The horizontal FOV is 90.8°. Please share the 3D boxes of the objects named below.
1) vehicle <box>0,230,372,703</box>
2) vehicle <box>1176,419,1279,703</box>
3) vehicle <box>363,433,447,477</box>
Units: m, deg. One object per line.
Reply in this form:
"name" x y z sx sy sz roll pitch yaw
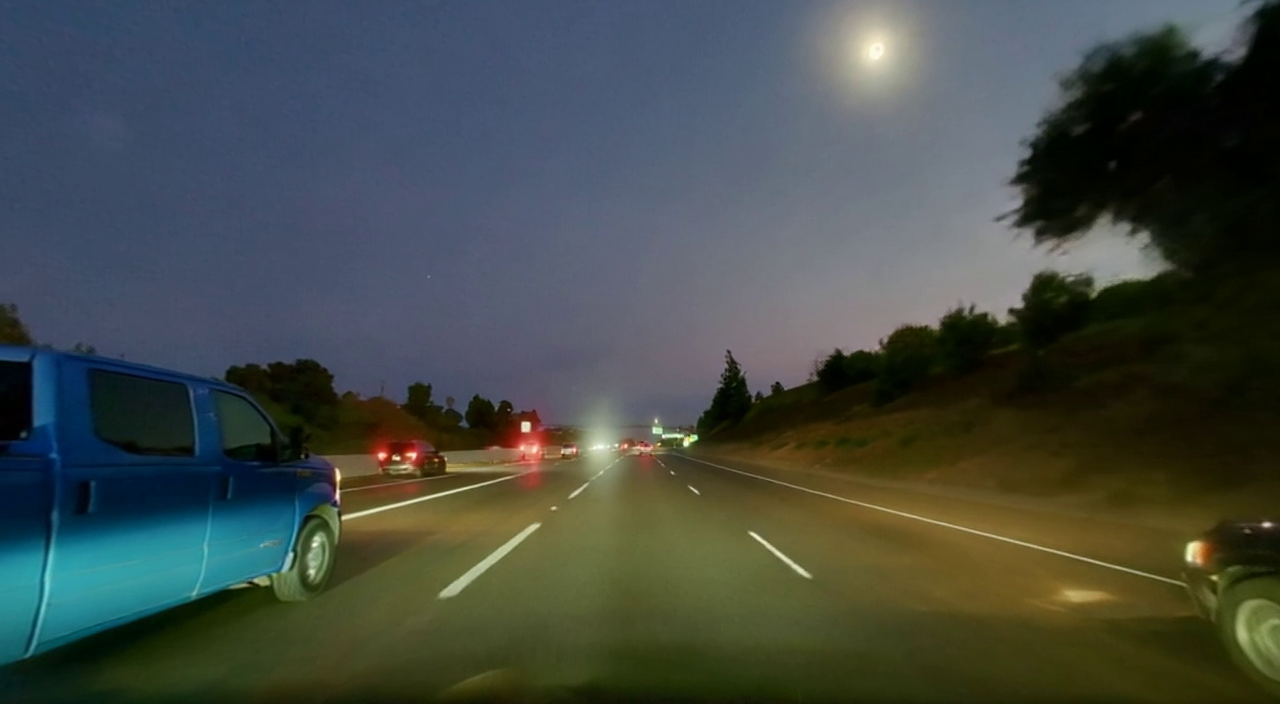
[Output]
"vehicle" -3.485 0.602 2.017 2.483 2.100 6.208 0 -9 0
"vehicle" 4.295 0.843 1.439 2.047 1.524 4.619 0 -9 0
"vehicle" -10.940 4.823 29.841 2.012 1.875 4.895 0 -9 1
